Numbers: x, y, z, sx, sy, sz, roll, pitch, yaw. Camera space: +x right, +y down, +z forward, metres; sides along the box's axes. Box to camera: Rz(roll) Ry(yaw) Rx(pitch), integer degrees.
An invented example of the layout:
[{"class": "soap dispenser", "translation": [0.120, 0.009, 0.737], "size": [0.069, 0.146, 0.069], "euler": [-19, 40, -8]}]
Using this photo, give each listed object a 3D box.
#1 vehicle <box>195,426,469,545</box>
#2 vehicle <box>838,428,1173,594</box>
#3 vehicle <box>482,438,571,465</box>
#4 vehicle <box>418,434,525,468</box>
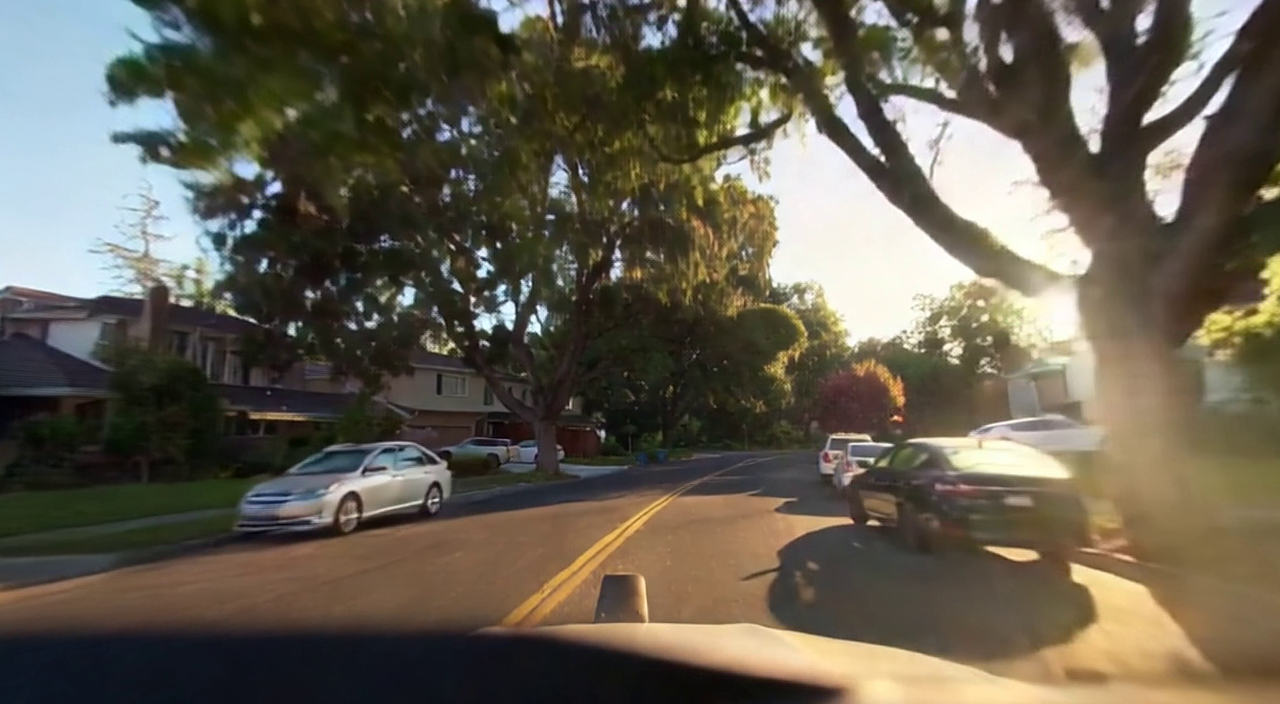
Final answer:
[{"class": "vehicle", "translation": [-5.218, 2.310, 11.719], "size": [2.030, 1.696, 4.828], "euler": [-2, -9, 10]}, {"class": "vehicle", "translation": [4.109, 1.821, 8.320], "size": [2.045, 1.478, 4.914], "euler": [-1, -8, 8]}, {"class": "vehicle", "translation": [-6.299, 5.555, 35.210], "size": [4.455, 1.419, 2.017], "euler": [-3, -9, 16]}, {"class": "vehicle", "translation": [-8.333, 4.921, 31.353], "size": [4.635, 1.594, 2.132], "euler": [-3, -9, 17]}]
